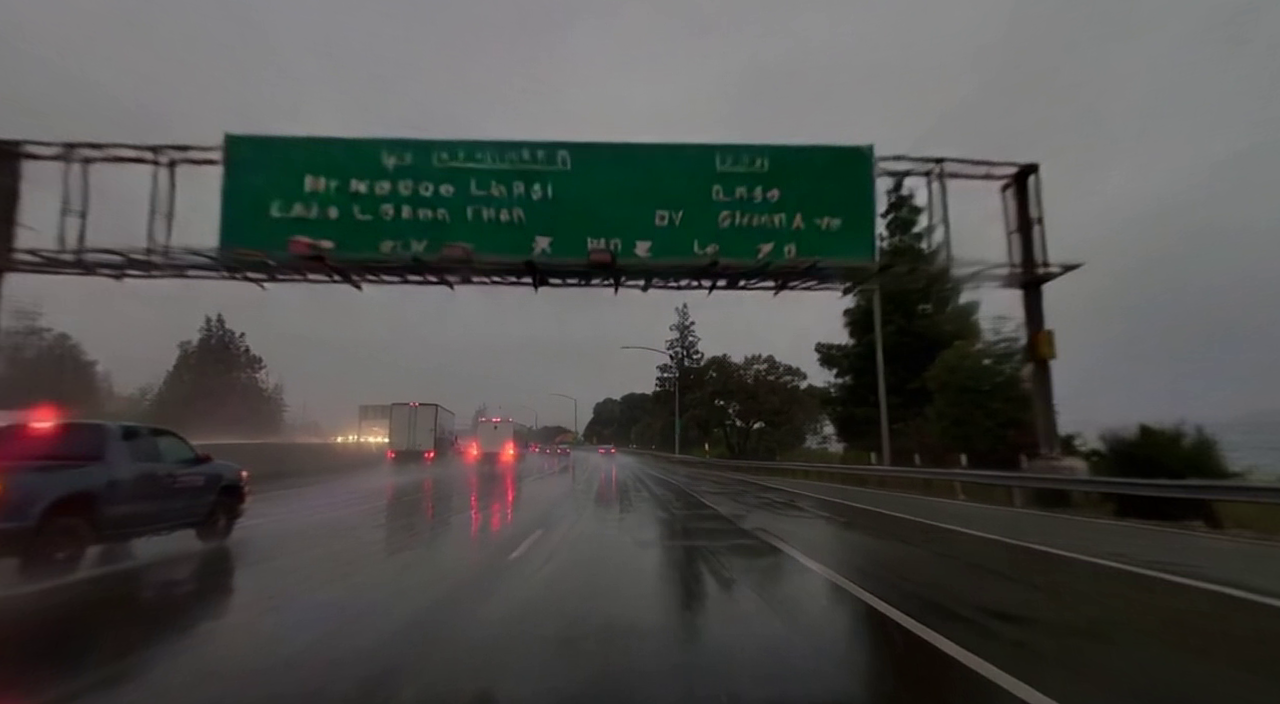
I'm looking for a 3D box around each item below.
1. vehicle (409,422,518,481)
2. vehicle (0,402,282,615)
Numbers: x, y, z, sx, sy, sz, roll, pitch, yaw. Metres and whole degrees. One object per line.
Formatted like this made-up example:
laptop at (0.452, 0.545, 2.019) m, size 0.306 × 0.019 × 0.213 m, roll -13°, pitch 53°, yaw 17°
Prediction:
vehicle at (-9.476, 5.611, 36.210) m, size 3.270 × 2.674 × 14.547 m, roll 0°, pitch -8°, yaw -5°
vehicle at (-6.574, 1.611, 7.269) m, size 2.093 × 1.785 × 5.303 m, roll 0°, pitch -8°, yaw -4°
